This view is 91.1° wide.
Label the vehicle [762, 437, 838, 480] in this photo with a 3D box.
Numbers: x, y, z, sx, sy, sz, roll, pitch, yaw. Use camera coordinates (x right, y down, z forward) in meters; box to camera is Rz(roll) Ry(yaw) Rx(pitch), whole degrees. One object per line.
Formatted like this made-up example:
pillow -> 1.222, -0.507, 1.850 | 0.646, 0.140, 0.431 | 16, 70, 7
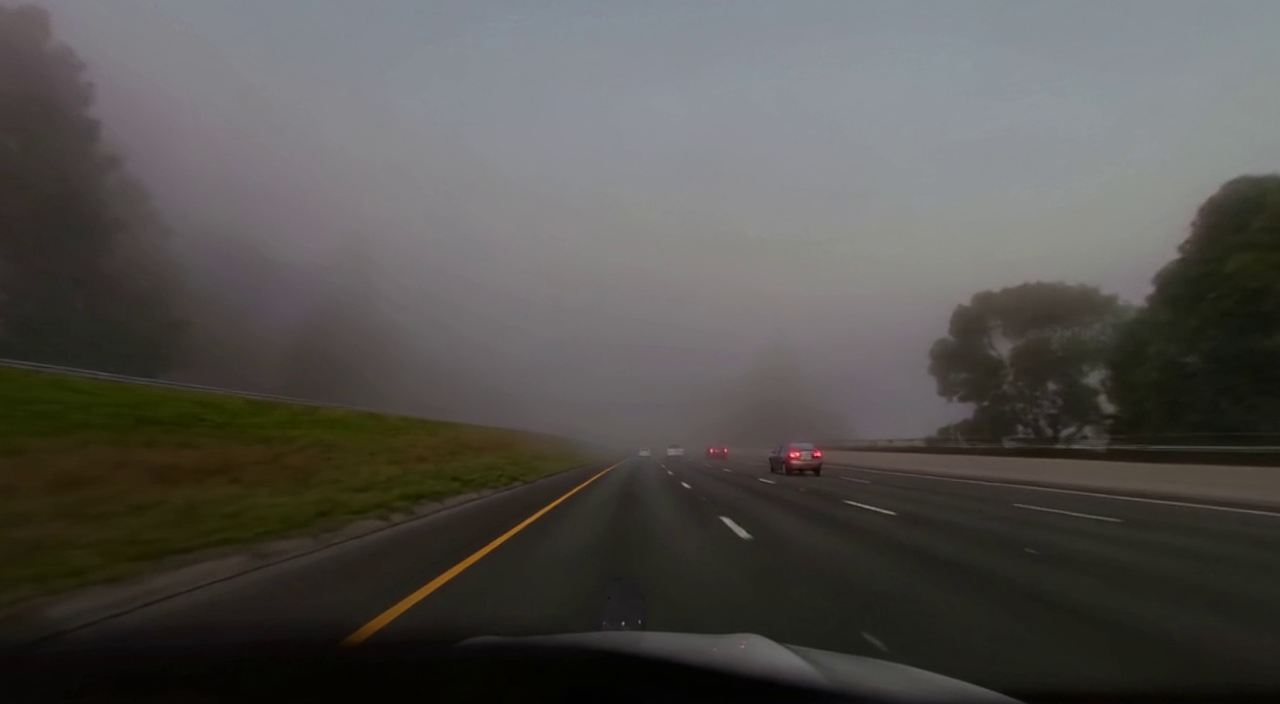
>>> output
vehicle -> 6.948, 4.666, 27.806 | 2.048, 1.697, 4.689 | 0, -8, -1
